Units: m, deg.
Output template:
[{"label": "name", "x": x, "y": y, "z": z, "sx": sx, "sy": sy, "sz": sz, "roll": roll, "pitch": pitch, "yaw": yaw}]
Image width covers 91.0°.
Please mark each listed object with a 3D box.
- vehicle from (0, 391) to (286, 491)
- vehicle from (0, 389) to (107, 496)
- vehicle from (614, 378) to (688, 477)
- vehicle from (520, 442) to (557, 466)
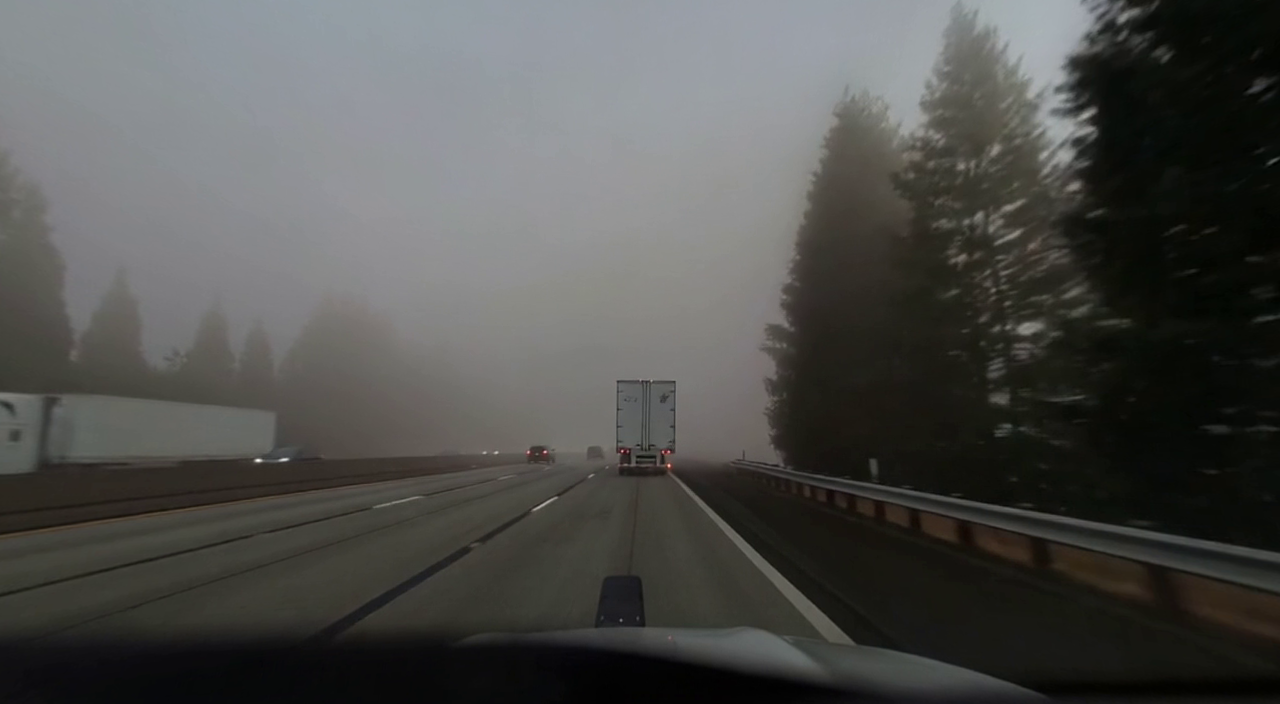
[{"label": "vehicle", "x": -25.585, "y": 4.896, "z": 34.423, "sx": 2.947, "sy": 4.153, "sz": 16.224, "roll": 0, "pitch": -9, "yaw": 0}, {"label": "vehicle", "x": -25.596, "y": 3.479, "z": 24.098, "sx": 2.959, "sy": 3.986, "sz": 8.233, "roll": 0, "pitch": -9, "yaw": 0}, {"label": "vehicle", "x": 0.386, "y": 3.984, "z": 31.986, "sx": 3.052, "sy": 4.132, "sz": 11.336, "roll": 0, "pitch": -9, "yaw": -1}, {"label": "vehicle", "x": -7.558, "y": 7.626, "z": 47.286, "sx": 2.066, "sy": 1.674, "sz": 4.423, "roll": 0, "pitch": -8, "yaw": 0}]
